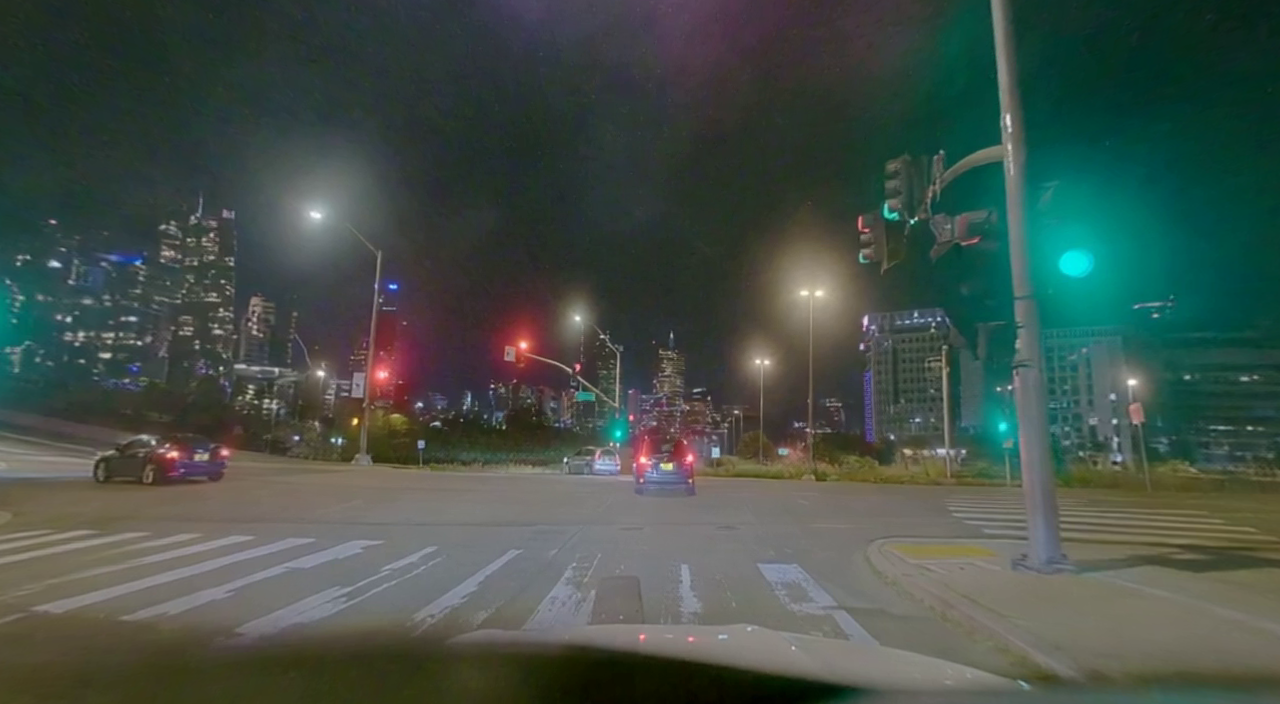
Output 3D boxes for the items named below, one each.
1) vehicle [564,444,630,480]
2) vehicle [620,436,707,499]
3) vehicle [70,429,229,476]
[{"bbox_3d":[-2.151,5.271,30.656,2.007,1.605,3.852,3,-9,-23],"label":"vehicle"},{"bbox_3d":[0.513,3.133,17.526,2.048,1.516,3.874,0,-9,-3],"label":"vehicle"},{"bbox_3d":[-18.163,3.718,23.386,5.413,1.572,2.325,-4,-9,25],"label":"vehicle"}]
